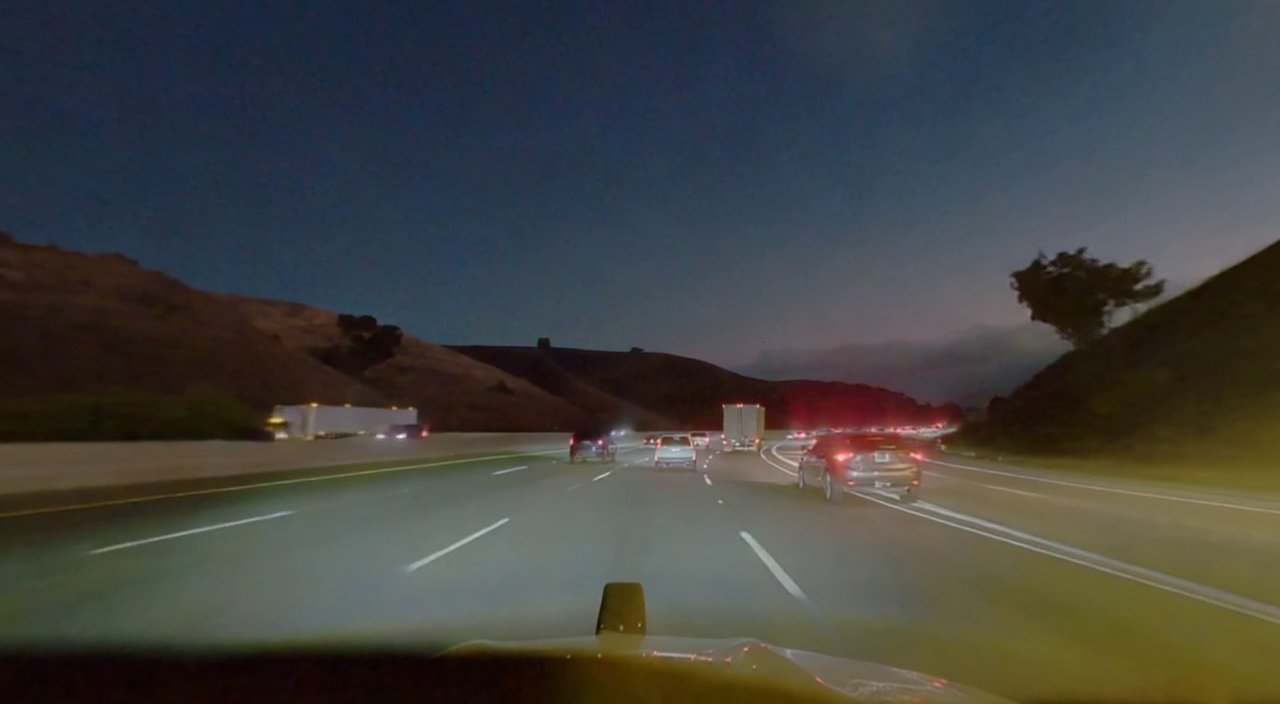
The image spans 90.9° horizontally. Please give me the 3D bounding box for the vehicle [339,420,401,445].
[{"bbox_3d":[-21.289,6.440,49.963,2.144,1.860,4.918,-1,-8,9],"label":"vehicle"}]

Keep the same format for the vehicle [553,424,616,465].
[{"bbox_3d":[-2.456,4.252,29.091,2.077,1.712,4.406,-1,-8,6],"label":"vehicle"}]

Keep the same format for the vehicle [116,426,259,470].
[{"bbox_3d":[-16.254,3.474,22.991,1.859,1.459,4.281,-1,-8,4],"label":"vehicle"}]

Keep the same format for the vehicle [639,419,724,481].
[{"bbox_3d":[1.368,3.209,20.937,2.484,1.820,4.497,-1,-8,4],"label":"vehicle"}]
